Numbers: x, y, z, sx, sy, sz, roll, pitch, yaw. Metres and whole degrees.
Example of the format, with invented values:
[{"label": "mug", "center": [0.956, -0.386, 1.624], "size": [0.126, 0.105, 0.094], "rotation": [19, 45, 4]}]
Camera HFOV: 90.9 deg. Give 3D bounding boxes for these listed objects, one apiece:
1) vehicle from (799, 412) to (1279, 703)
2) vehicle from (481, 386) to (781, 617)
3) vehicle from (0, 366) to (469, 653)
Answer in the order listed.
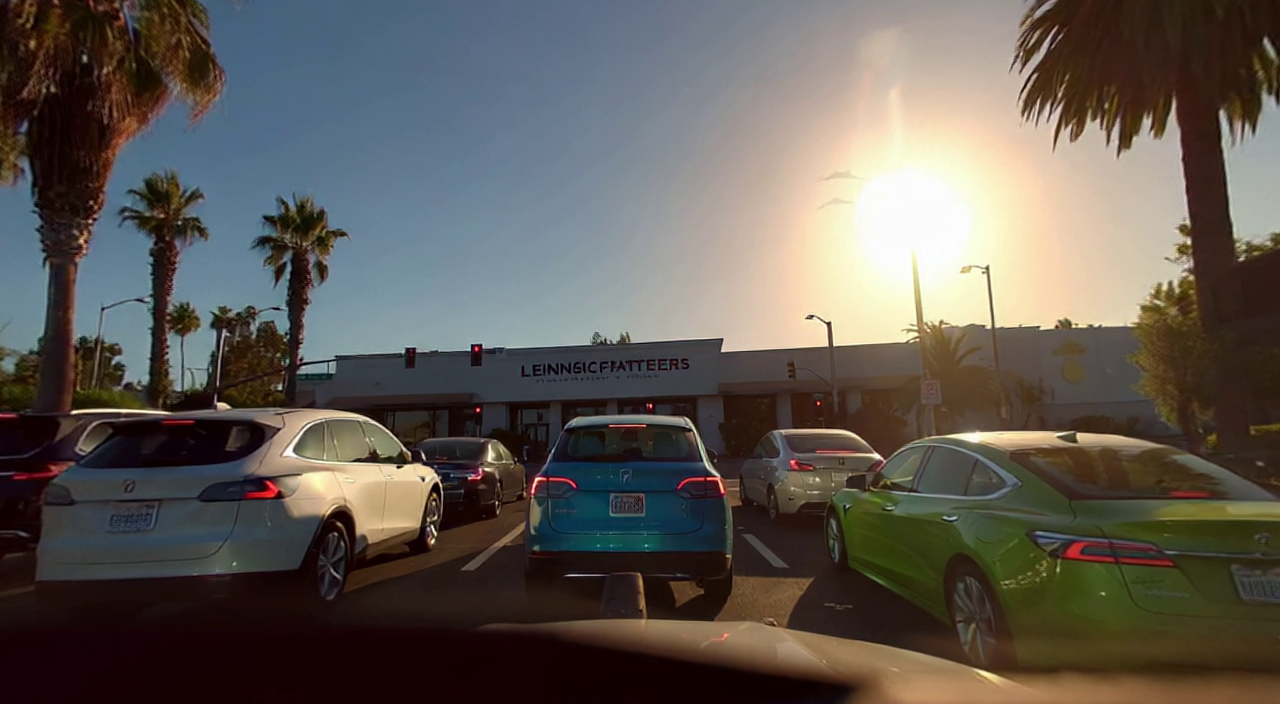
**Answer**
[{"label": "vehicle", "center": [2.970, 1.372, 5.260], "size": [2.017, 1.491, 4.611], "rotation": [0, -8, -1]}, {"label": "vehicle", "center": [-0.127, 1.462, 7.069], "size": [2.280, 1.747, 4.361], "rotation": [0, -8, -2]}, {"label": "vehicle", "center": [-3.339, 1.282, 6.133], "size": [2.014, 1.755, 4.360], "rotation": [0, -8, 1]}]
